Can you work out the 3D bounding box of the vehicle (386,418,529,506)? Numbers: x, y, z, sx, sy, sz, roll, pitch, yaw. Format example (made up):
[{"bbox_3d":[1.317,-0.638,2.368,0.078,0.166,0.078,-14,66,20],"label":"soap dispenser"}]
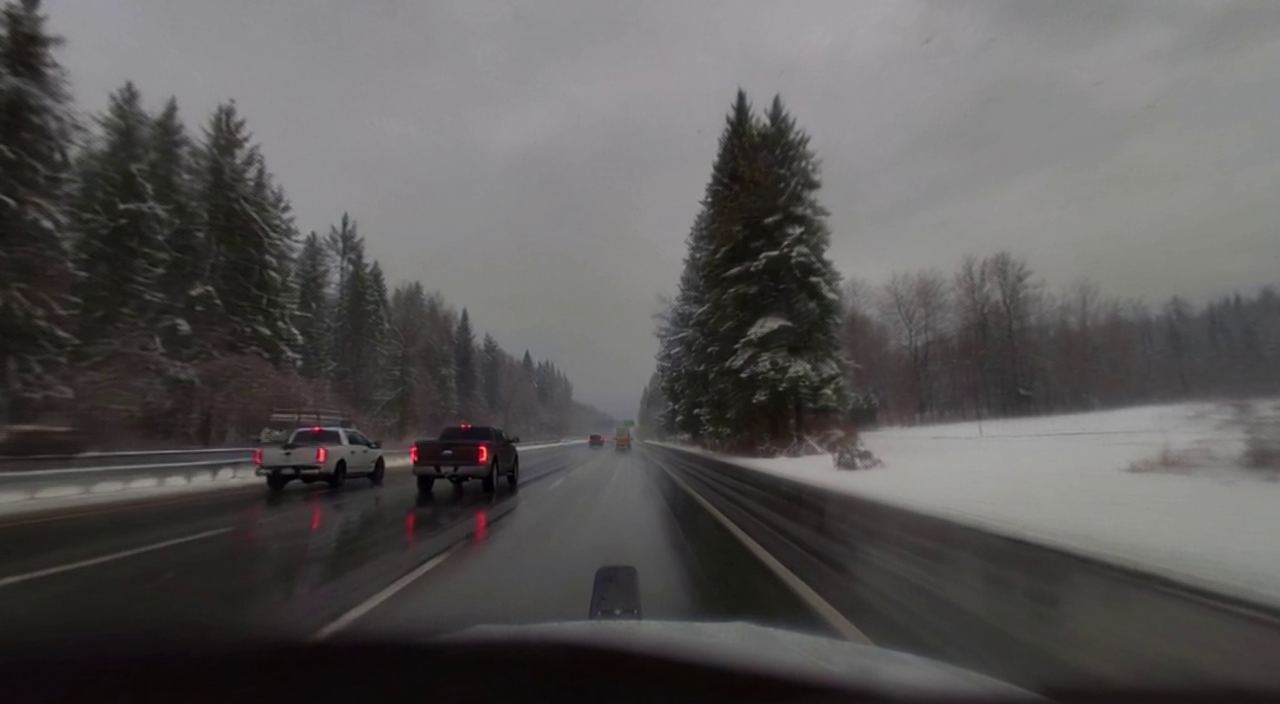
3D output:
[{"bbox_3d":[-3.869,2.390,14.184,2.034,1.675,4.080,0,-8,-1],"label":"vehicle"}]

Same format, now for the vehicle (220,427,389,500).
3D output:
[{"bbox_3d":[-8.031,2.668,15.594,2.000,1.552,3.946,0,-8,-1],"label":"vehicle"}]
